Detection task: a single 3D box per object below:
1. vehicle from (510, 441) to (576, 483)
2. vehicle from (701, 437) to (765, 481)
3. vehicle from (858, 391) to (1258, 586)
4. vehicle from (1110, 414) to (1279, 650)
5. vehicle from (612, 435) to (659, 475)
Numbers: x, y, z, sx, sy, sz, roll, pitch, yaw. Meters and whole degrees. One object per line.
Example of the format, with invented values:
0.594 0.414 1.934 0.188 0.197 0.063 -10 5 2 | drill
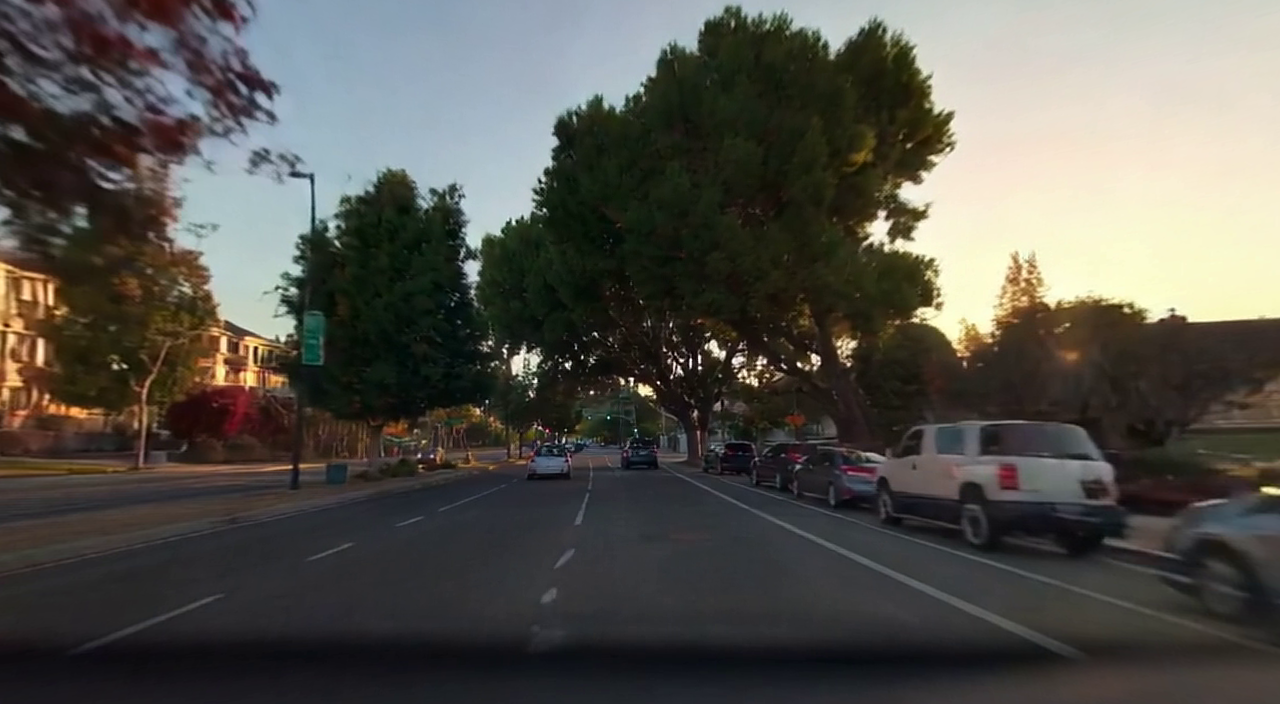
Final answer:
-3.685 4.246 24.671 2.140 1.474 4.026 0 -8 -3 | vehicle
4.157 4.889 29.067 1.980 1.805 4.724 1 -9 -3 | vehicle
5.100 1.731 8.845 2.177 1.966 4.707 0 -8 -3 | vehicle
5.340 1.162 3.507 1.822 1.595 4.583 4 -9 -2 | vehicle
-0.312 5.005 30.861 2.073 1.822 4.276 0 -8 -3 | vehicle
